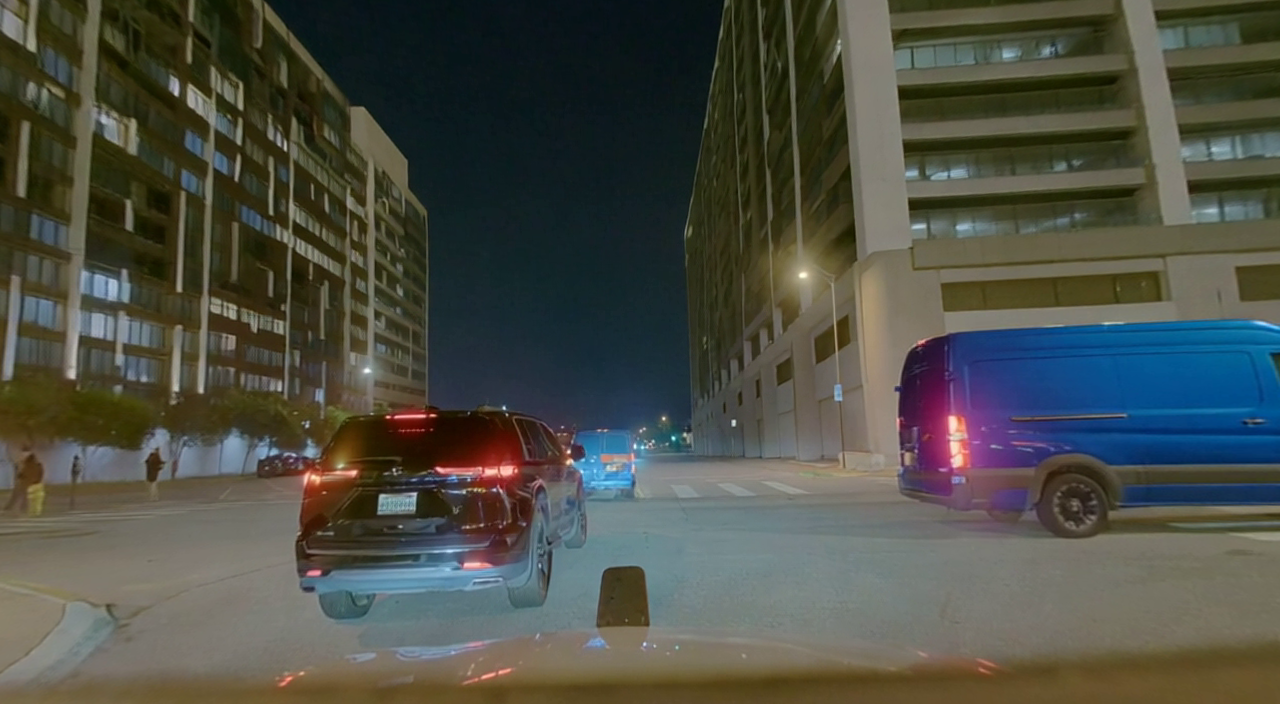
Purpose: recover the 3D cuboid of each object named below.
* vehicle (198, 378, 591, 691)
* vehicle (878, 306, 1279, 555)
[{"bbox_3d":[-1.646,1.327,5.749,2.144,1.733,4.115,1,-9,-8],"label":"vehicle"},{"bbox_3d":[7.109,1.020,8.235,6.932,2.753,2.446,0,-8,1],"label":"vehicle"}]
